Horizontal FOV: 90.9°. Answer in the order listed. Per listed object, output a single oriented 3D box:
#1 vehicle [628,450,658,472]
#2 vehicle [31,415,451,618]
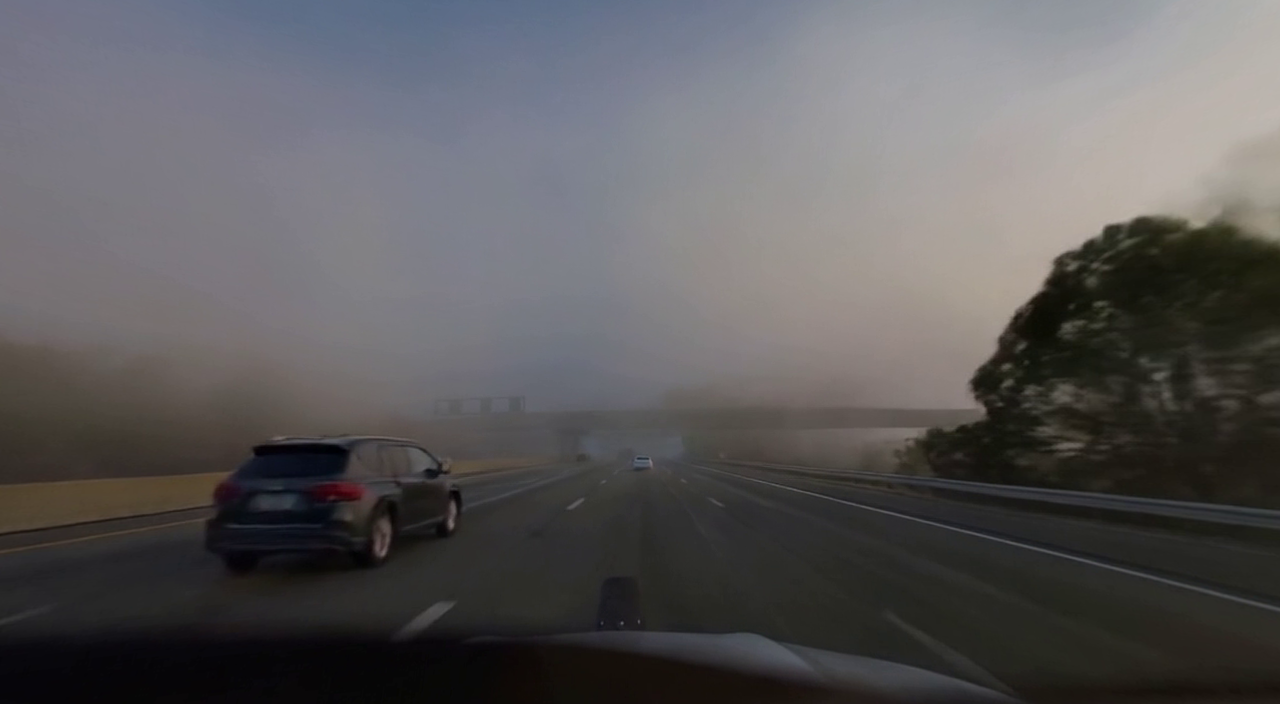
[{"bbox_3d":[0.206,8.041,46.507,2.113,1.537,4.208,0,-9,0],"label":"vehicle"},{"bbox_3d":[-3.971,1.708,7.469,2.055,1.665,4.373,0,-9,0],"label":"vehicle"}]
